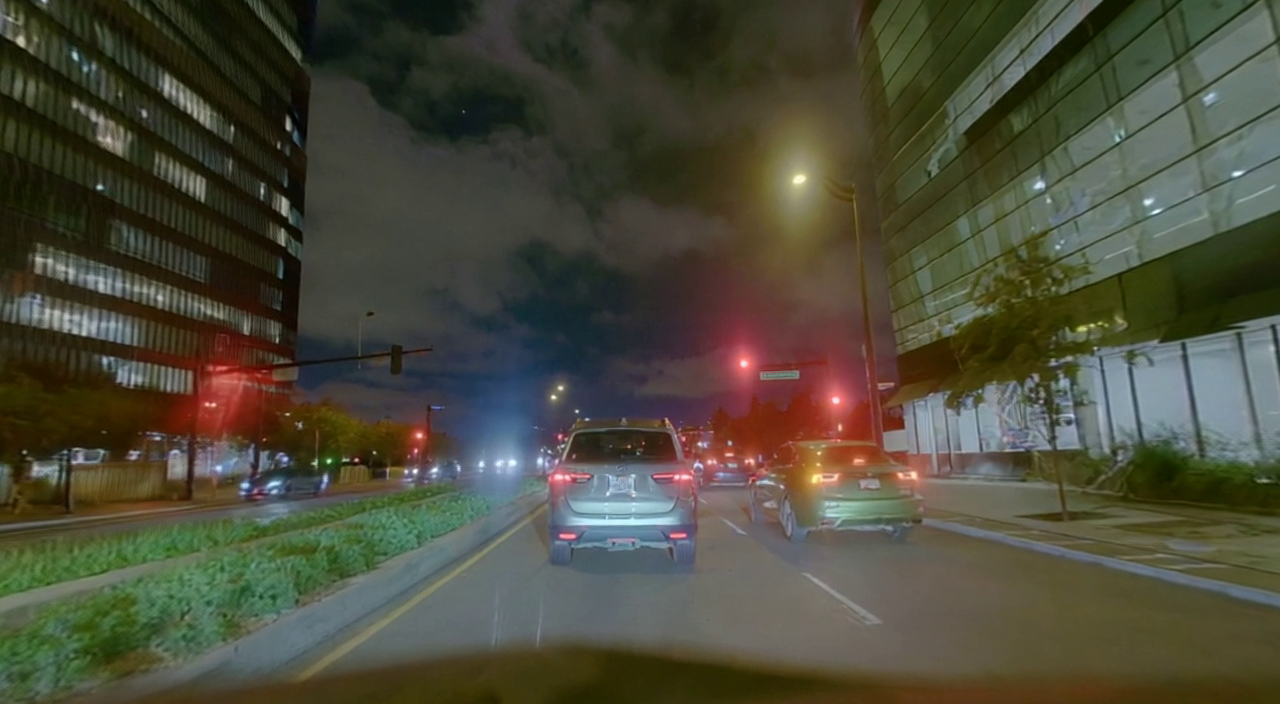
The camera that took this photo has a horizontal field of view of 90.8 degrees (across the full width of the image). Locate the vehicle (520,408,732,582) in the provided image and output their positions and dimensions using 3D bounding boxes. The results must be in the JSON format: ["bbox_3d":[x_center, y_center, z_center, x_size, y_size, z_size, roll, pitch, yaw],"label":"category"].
[{"bbox_3d":[-0.235,1.792,8.744,2.178,1.779,4.255,0,-8,-3],"label":"vehicle"}]

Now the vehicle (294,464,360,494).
[{"bbox_3d":[-19.858,8.054,40.341,2.066,1.700,4.536,0,-8,-3],"label":"vehicle"}]

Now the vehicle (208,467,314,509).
[{"bbox_3d":[-15.493,5.558,26.141,1.798,1.409,4.239,0,-8,-1],"label":"vehicle"}]

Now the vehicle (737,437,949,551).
[{"bbox_3d":[3.041,2.216,10.633,1.993,1.480,4.324,0,-8,-2],"label":"vehicle"}]

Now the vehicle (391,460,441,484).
[{"bbox_3d":[-15.772,8.453,44.746,2.077,1.458,4.718,0,-9,-3],"label":"vehicle"}]
